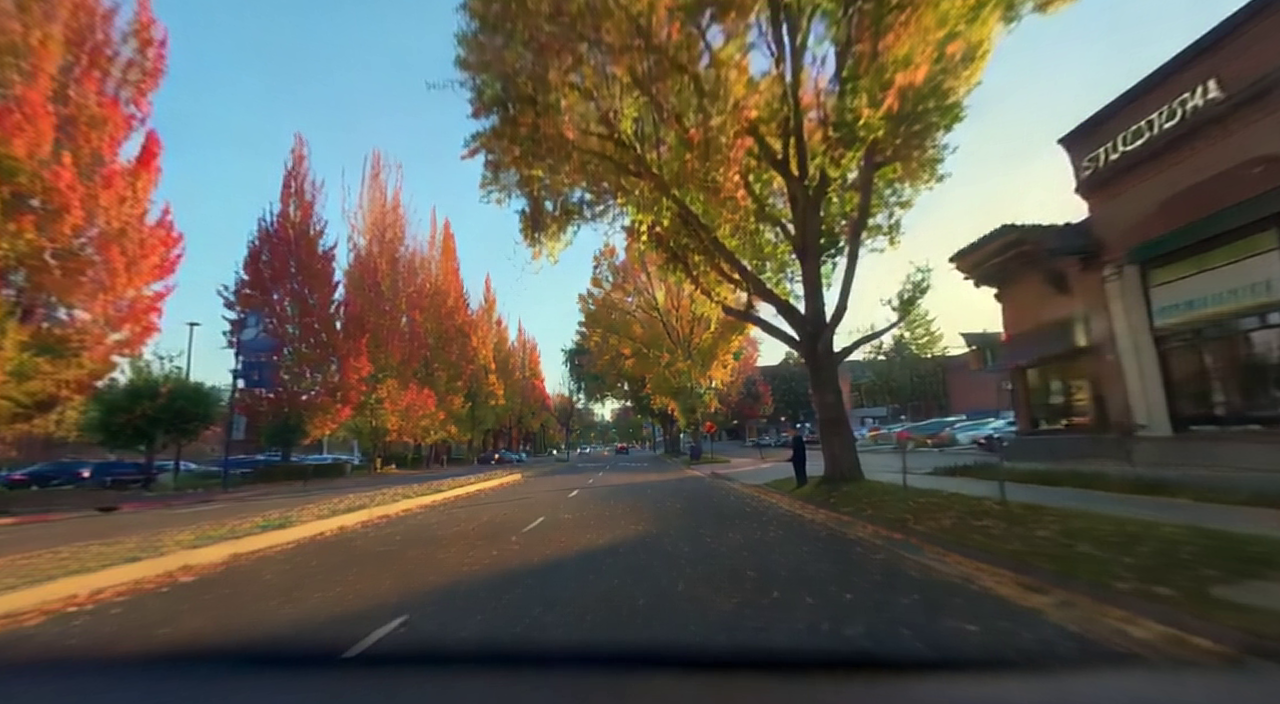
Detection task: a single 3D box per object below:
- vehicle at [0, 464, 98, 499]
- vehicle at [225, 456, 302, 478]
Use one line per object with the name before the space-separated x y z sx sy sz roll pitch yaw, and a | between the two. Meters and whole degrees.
vehicle | -28.857 6.171 30.042 3.990 1.514 1.892 0 -9 -2
vehicle | -28.897 8.809 48.269 4.552 1.576 2.005 0 -9 2
